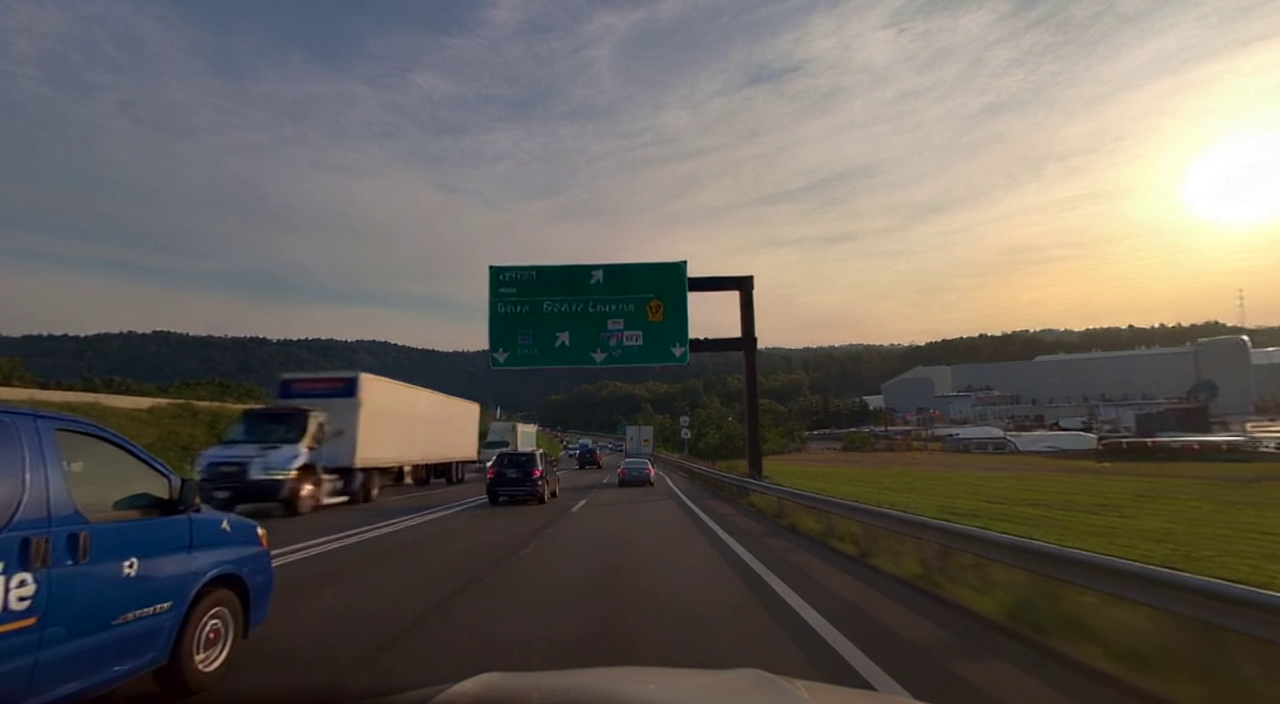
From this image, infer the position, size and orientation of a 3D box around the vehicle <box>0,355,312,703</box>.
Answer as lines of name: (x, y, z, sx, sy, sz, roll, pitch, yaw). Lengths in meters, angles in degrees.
vehicle: (-3.107, 0.789, 1.521, 2.117, 1.688, 4.582, 0, -9, 1)

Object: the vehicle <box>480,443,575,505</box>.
vehicle: (-3.151, 3.501, 18.559, 1.937, 1.600, 4.141, 0, -9, 1)

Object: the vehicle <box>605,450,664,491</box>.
vehicle: (-0.195, 4.488, 24.241, 2.095, 1.393, 3.908, 0, -9, 0)

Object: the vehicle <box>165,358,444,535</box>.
vehicle: (-6.888, 2.117, 14.376, 2.633, 3.064, 6.542, -1, -8, 1)

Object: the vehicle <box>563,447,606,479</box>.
vehicle: (-3.023, 6.170, 35.243, 1.994, 1.663, 4.047, 0, -9, 1)

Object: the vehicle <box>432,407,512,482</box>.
vehicle: (-9.679, 5.451, 37.075, 3.024, 4.011, 5.853, 0, -9, 0)
